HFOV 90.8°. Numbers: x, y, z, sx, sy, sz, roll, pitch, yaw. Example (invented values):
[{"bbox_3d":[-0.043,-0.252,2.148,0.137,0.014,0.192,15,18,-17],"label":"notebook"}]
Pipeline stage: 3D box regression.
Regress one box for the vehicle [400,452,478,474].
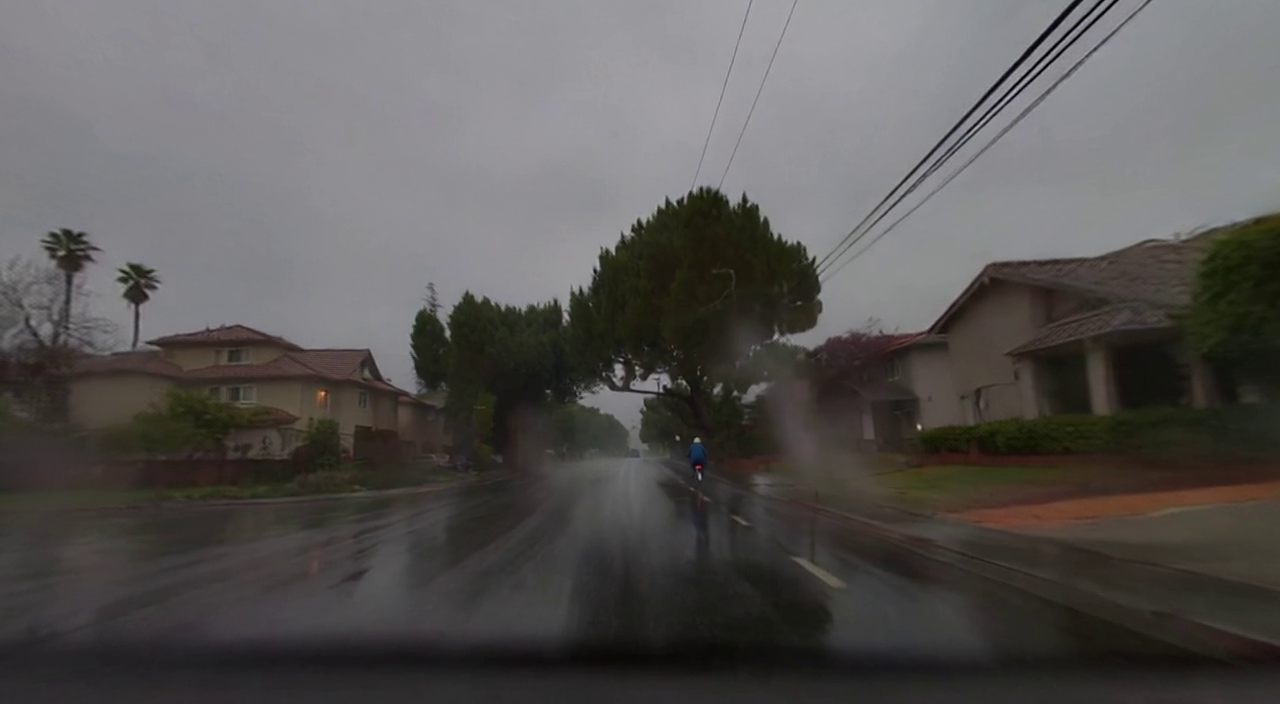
[{"bbox_3d":[-13.629,7.549,43.020,4.717,1.465,1.887,0,-9,-4],"label":"vehicle"}]
